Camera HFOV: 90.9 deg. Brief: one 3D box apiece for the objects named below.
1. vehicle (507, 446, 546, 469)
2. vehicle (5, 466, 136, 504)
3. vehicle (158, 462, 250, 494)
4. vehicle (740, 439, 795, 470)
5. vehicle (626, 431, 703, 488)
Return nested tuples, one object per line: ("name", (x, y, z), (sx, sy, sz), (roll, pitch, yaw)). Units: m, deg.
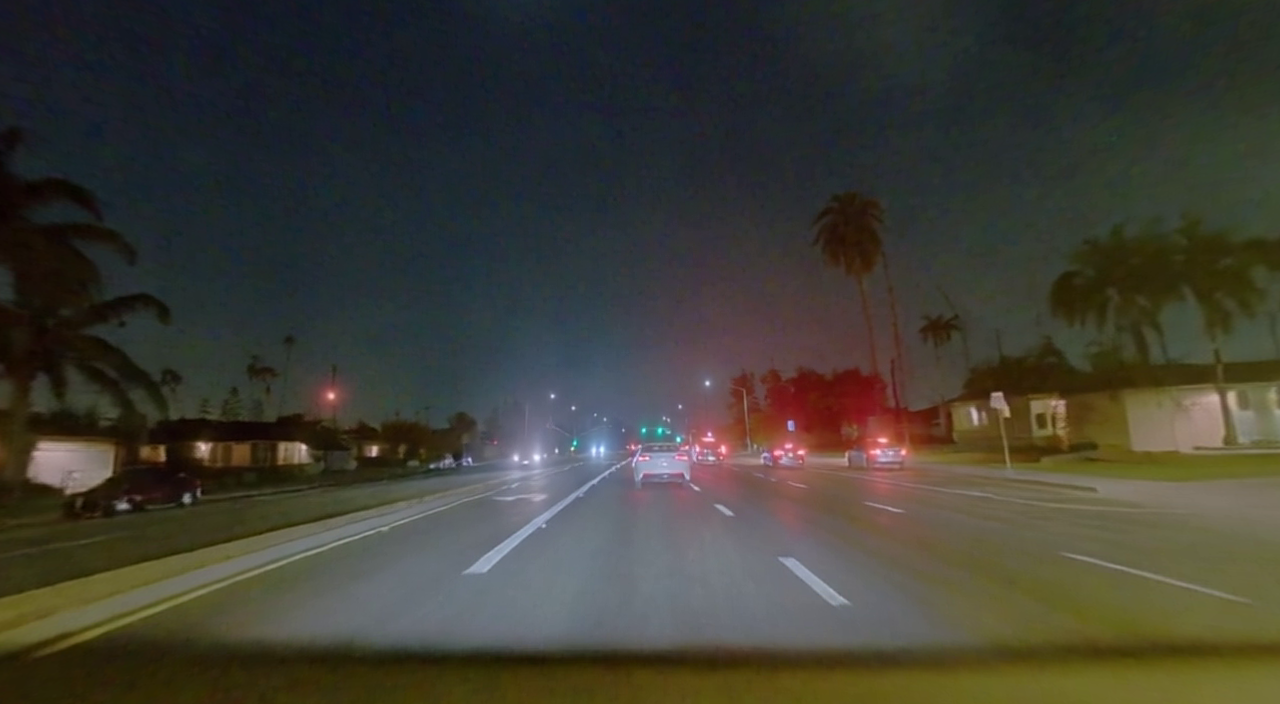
("vehicle", (-8.209, 7.687, 46.129), (1.951, 1.499, 4.710), (-1, -9, 1))
("vehicle", (-26.436, 6.153, 29.516), (1.813, 1.452, 4.619), (-1, -9, 0))
("vehicle", (-23.420, 6.760, 34.089), (1.834, 1.499, 4.346), (-1, -9, 1))
("vehicle", (6.631, 5.392, 33.238), (1.897, 1.477, 4.360), (0, -9, -1))
("vehicle", (0.697, 3.562, 21.111), (2.289, 1.679, 4.180), (0, -9, -1))
